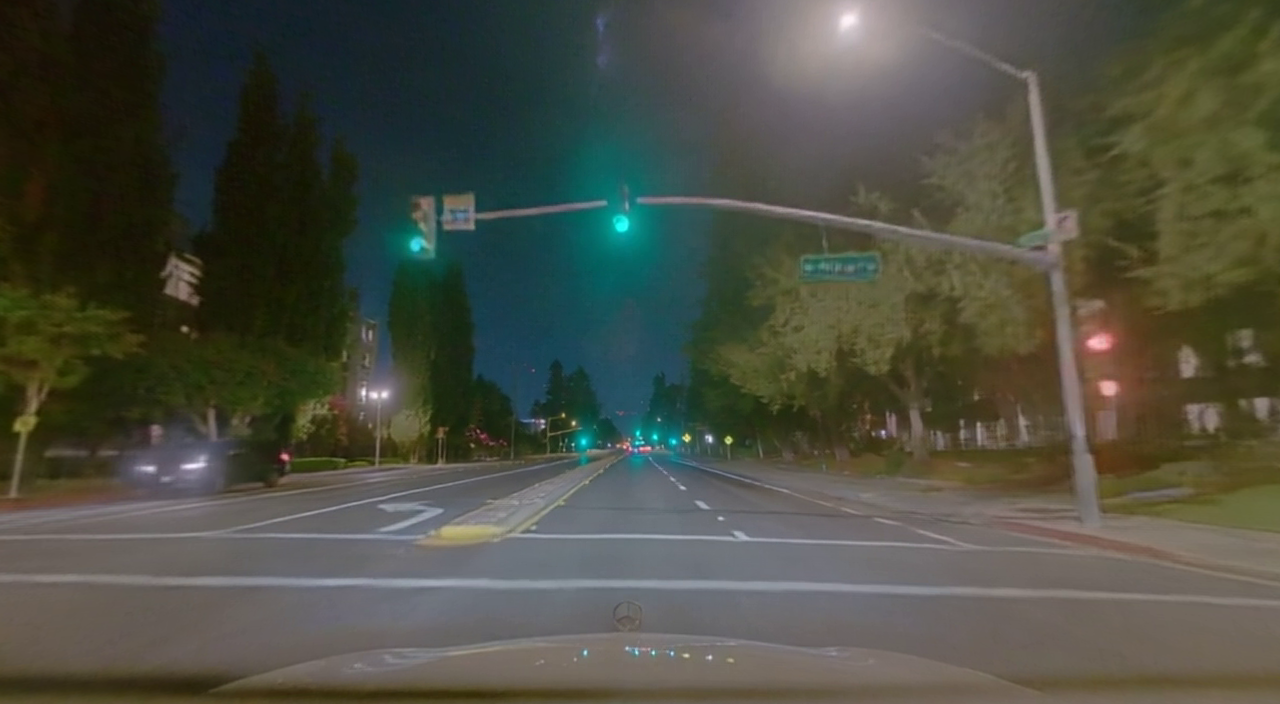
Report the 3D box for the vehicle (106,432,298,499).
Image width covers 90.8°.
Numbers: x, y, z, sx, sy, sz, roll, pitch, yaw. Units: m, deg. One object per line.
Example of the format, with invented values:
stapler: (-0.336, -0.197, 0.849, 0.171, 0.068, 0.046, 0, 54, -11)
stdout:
vehicle: (-15.243, 3.979, 22.635, 2.403, 2.039, 5.887, -1, -9, 3)
